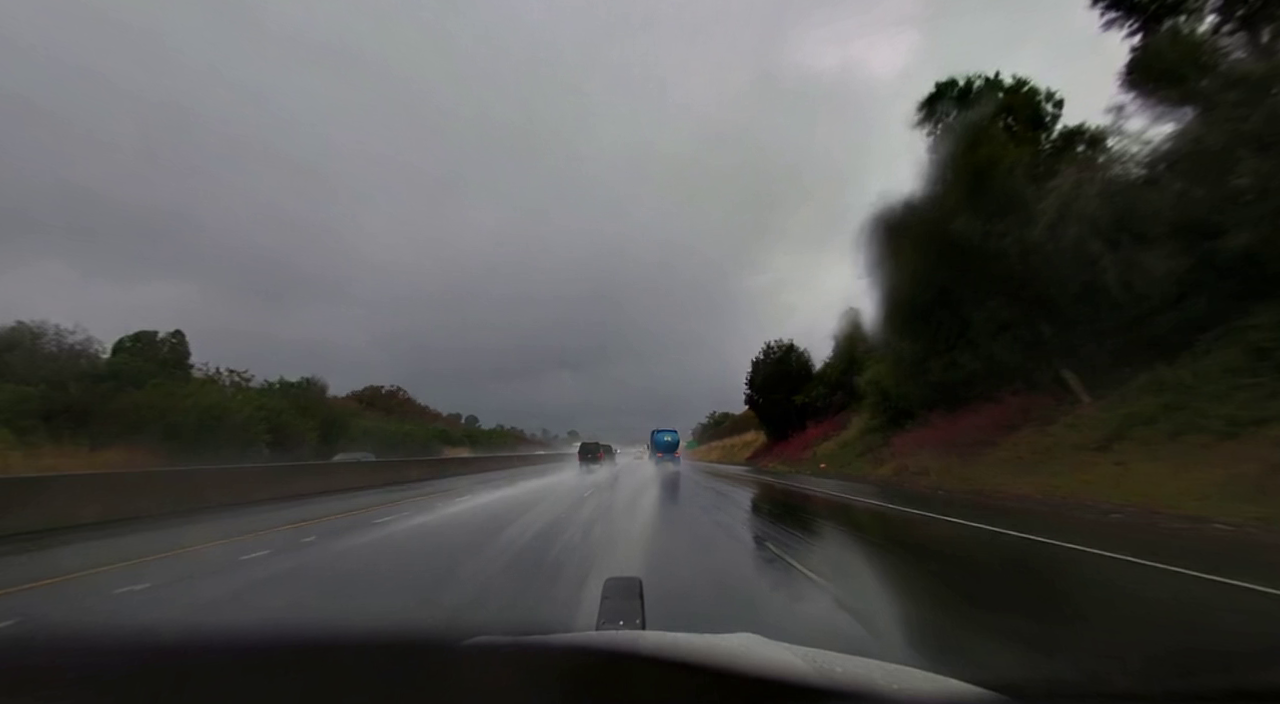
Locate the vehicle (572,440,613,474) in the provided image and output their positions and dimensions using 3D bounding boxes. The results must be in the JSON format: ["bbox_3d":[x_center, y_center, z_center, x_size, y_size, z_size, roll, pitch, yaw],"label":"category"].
[{"bbox_3d":[-2.912,6.564,39.649,2.190,1.949,4.883,-1,-9,0],"label":"vehicle"}]
